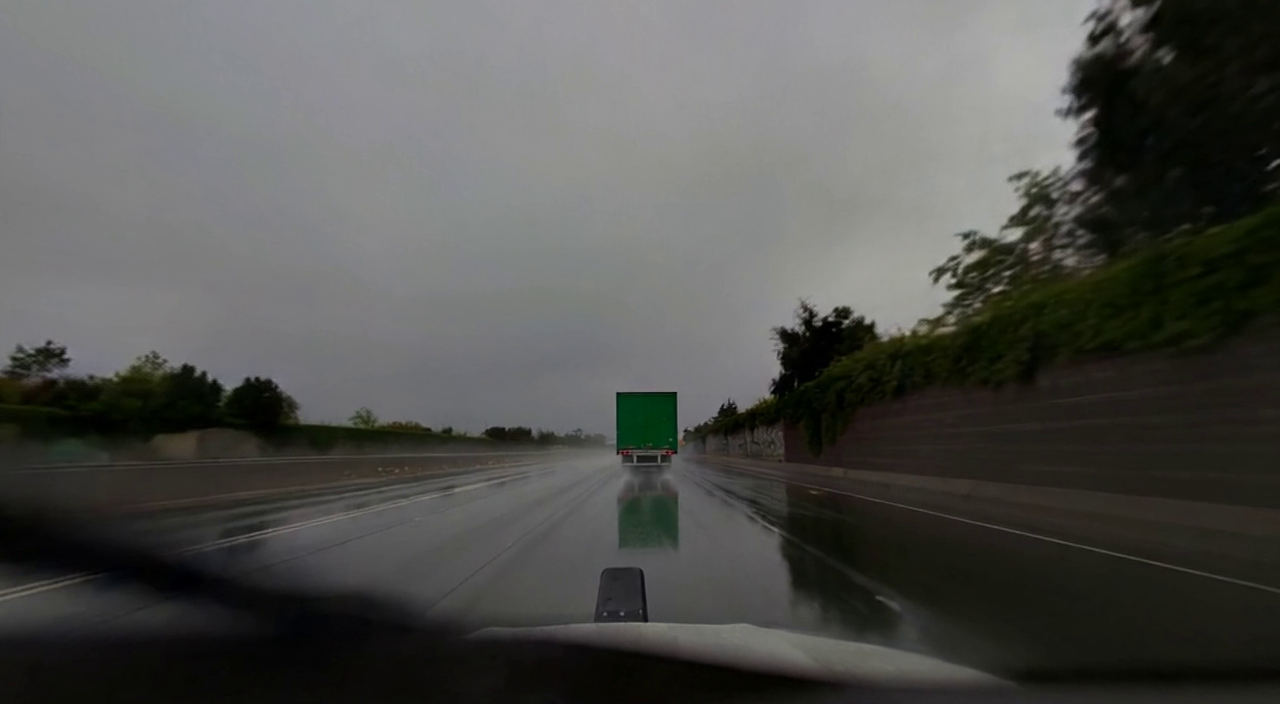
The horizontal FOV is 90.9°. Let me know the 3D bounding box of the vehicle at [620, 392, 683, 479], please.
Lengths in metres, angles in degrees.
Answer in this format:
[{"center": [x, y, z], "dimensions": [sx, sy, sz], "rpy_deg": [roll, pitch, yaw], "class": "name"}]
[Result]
[{"center": [0.403, 4.607, 33.888], "dimensions": [2.900, 3.955, 10.151], "rpy_deg": [0, -9, -1], "class": "vehicle"}]
